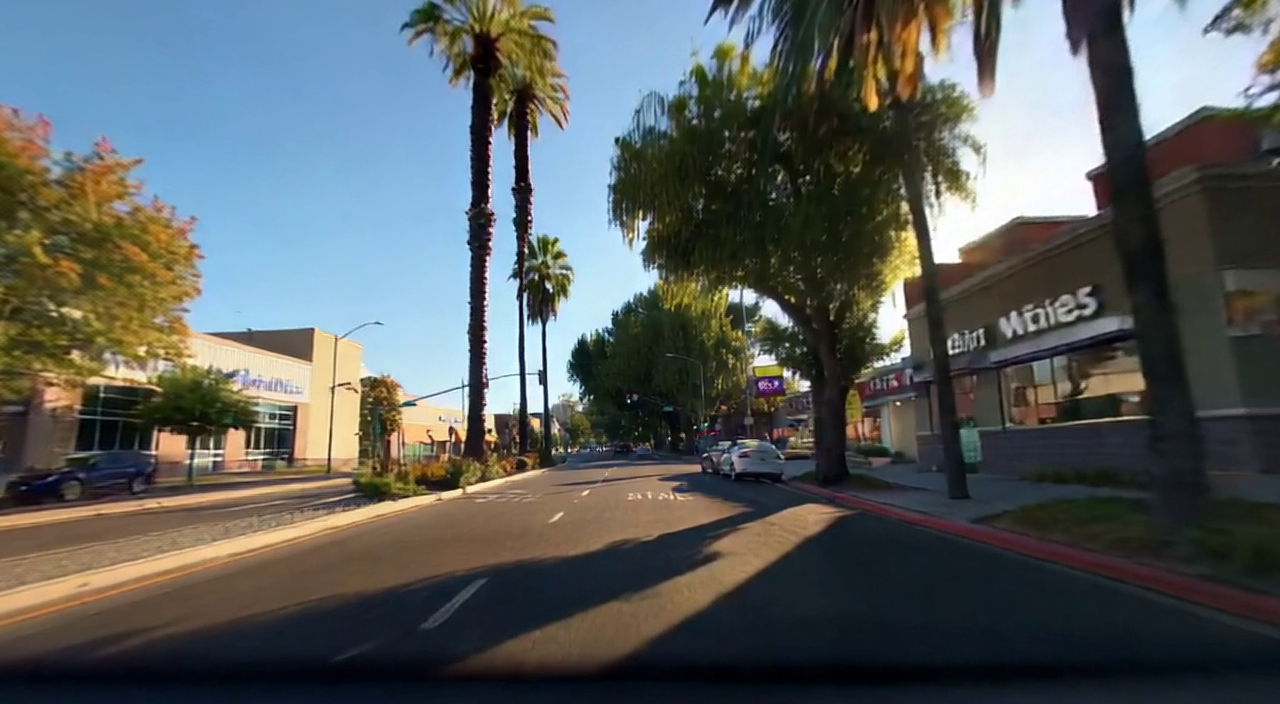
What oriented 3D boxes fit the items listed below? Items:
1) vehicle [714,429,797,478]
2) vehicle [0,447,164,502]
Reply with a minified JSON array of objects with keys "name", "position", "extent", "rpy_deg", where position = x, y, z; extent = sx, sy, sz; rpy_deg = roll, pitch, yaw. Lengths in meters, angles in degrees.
[{"name":"vehicle","position":[4.182,3.783,23.595],"extent":[2.089,1.652,4.668],"rpy_deg":[1,-9,-2]},{"name":"vehicle","position":[-20.347,4.438,23.055],"extent":[2.097,1.772,4.576],"rpy_deg":[-1,-10,-1]}]
